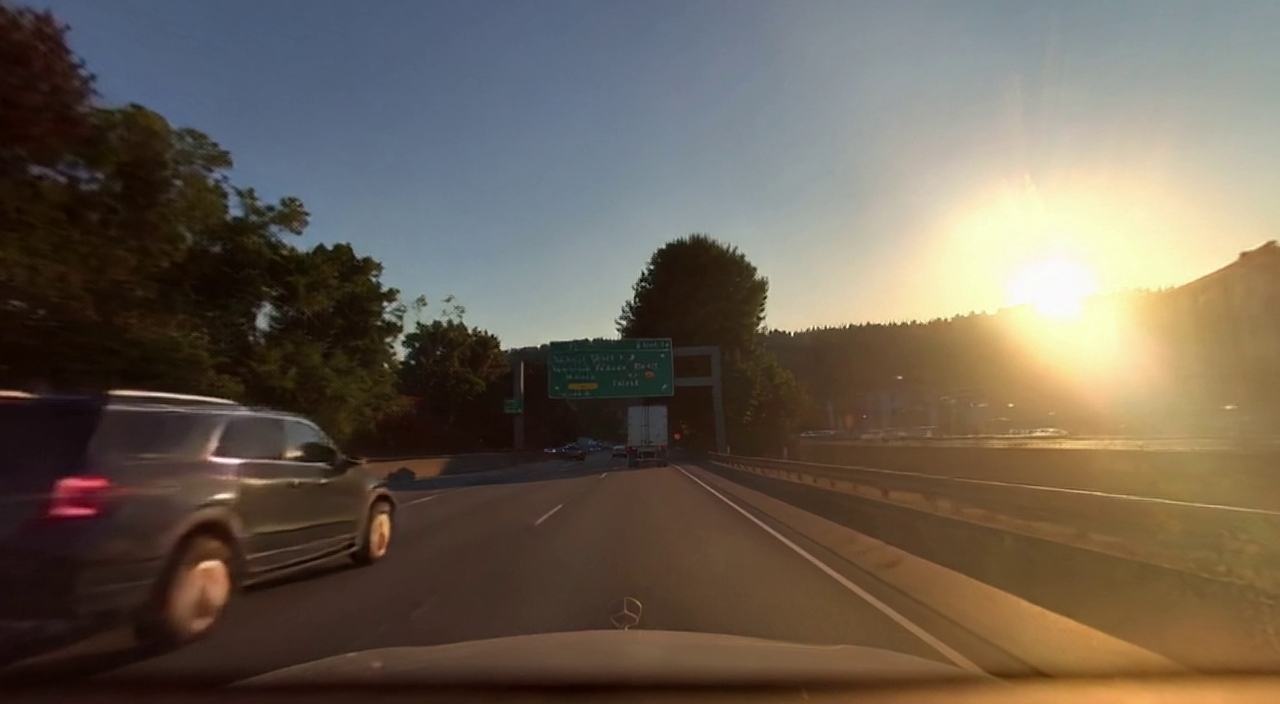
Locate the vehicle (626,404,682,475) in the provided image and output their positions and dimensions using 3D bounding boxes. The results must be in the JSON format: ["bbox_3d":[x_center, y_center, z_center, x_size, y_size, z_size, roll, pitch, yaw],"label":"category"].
[{"bbox_3d":[0.721,5.657,39.929,2.976,3.800,12.335,0,-9,0],"label":"vehicle"}]

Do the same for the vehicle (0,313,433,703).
[{"bbox_3d":[-3.724,1.191,5.242,2.226,1.933,5.179,0,-9,0],"label":"vehicle"}]
